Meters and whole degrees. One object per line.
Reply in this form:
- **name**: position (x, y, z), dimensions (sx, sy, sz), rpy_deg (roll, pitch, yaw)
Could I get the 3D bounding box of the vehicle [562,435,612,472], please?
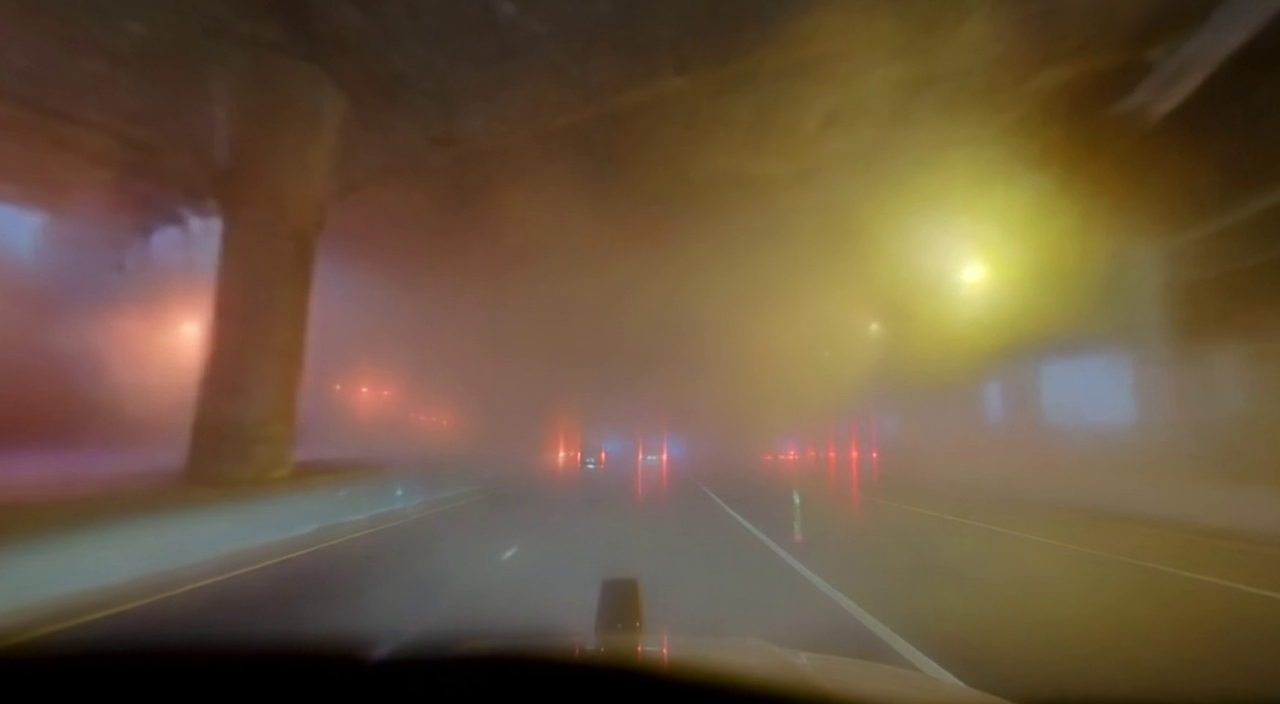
- **vehicle**: position (-2.552, 5.062, 31.696), dimensions (1.961, 1.725, 4.315), rpy_deg (-1, -8, 2)
